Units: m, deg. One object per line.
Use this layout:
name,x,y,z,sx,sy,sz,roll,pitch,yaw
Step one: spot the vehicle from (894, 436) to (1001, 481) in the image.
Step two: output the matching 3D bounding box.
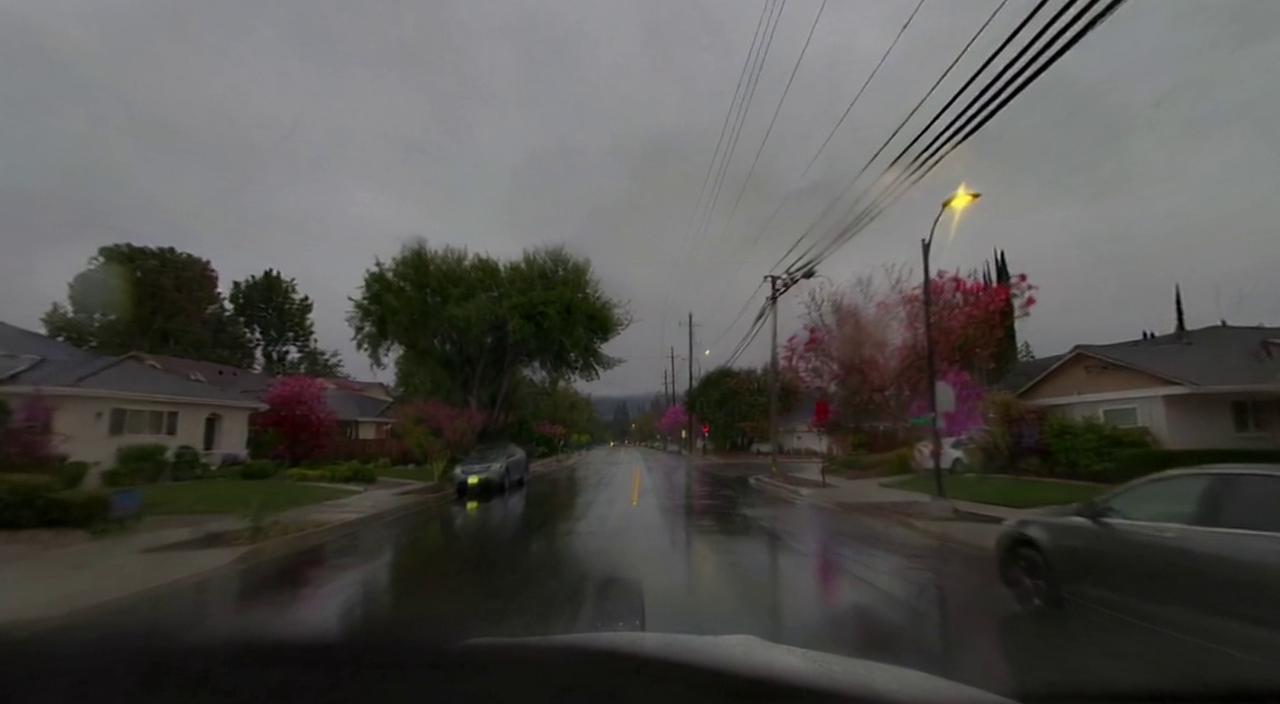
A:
vehicle,11.840,4.107,24.745,1.881,1.574,4.670,0,-8,1

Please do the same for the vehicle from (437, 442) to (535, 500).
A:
vehicle,-4.684,3.650,19.910,1.938,1.508,4.481,0,-7,0

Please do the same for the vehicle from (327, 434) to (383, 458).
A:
vehicle,-18.991,6.254,41.994,1.870,1.492,4.472,8,-12,-44

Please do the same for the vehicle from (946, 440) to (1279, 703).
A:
vehicle,4.184,1.259,3.708,2.074,1.466,5.046,0,-8,-3
